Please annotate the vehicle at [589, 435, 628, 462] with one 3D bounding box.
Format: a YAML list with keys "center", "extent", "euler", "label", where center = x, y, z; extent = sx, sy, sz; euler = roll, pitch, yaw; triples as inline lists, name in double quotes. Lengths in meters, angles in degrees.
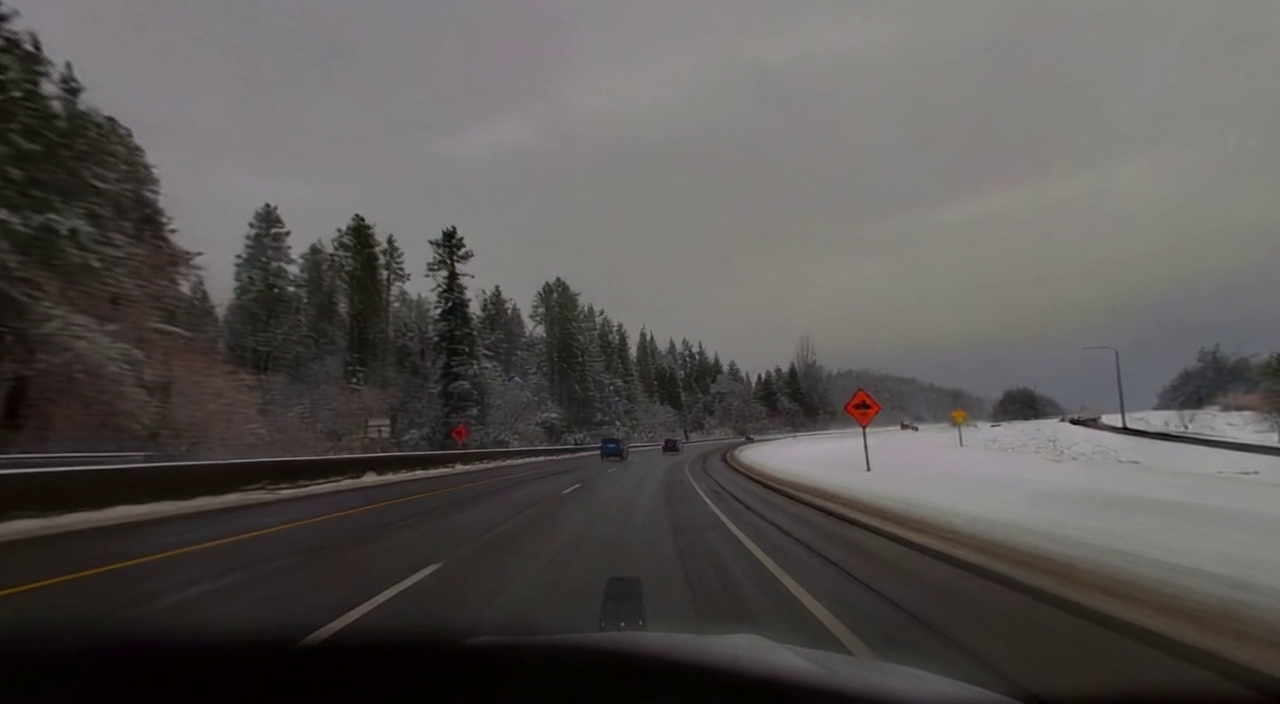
- center: [-2.094, 6.646, 43.357]
  extent: [2.129, 1.742, 4.217]
  euler: [-1, -8, 5]
  label: "vehicle"
